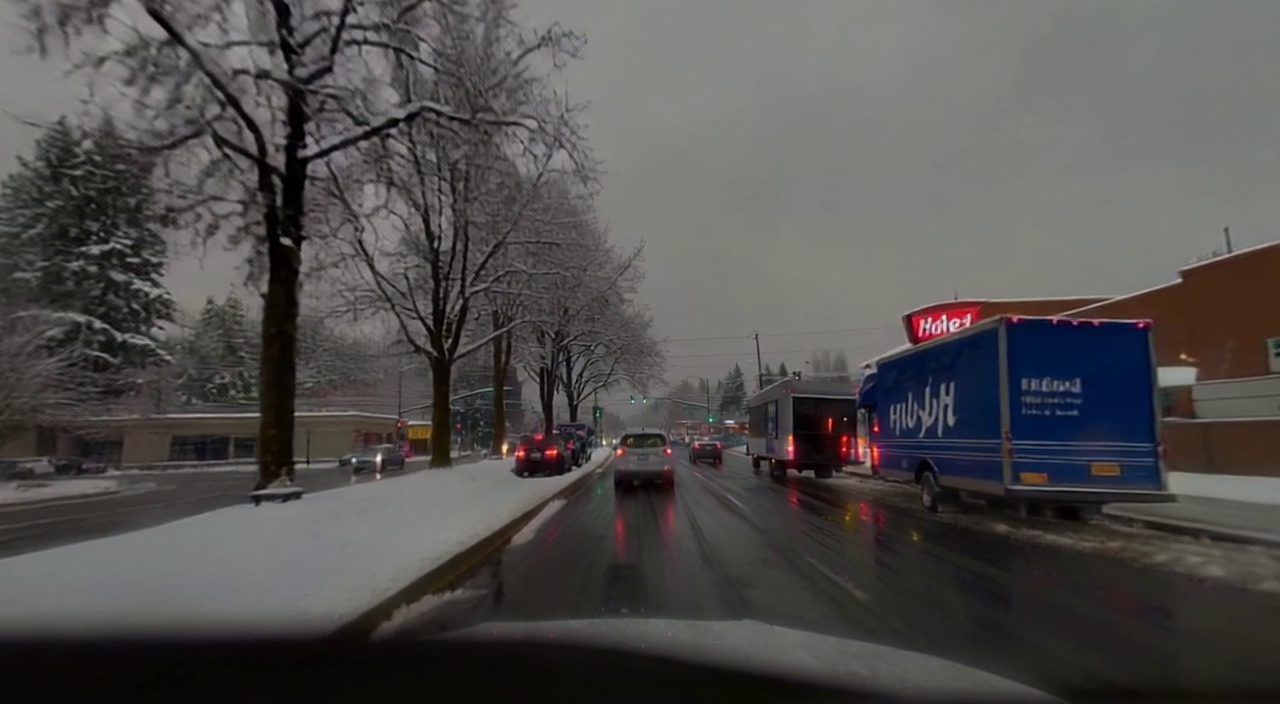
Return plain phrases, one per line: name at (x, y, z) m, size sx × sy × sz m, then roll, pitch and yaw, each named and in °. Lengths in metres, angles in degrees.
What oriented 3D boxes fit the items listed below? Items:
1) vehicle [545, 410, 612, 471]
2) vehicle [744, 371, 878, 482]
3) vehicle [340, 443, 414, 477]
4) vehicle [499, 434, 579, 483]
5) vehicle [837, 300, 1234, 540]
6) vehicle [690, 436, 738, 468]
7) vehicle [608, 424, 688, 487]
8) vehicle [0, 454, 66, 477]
vehicle at (-3.024, 4.623, 32.962) m, size 2.715 × 2.791 × 7.171 m, roll -1°, pitch -8°, yaw 1°
vehicle at (6.937, 3.440, 27.658) m, size 2.816 × 3.804 × 10.315 m, roll -3°, pitch -9°, yaw 0°
vehicle at (-13.487, 5.515, 32.618) m, size 1.928 × 1.497 × 4.446 m, roll -1°, pitch -7°, yaw 0°
vehicle at (-3.388, 3.645, 21.940) m, size 2.008 × 1.500 × 4.369 m, roll -1°, pitch -8°, yaw 1°
vehicle at (6.754, 1.489, 12.827) m, size 2.891 × 3.361 × 7.843 m, roll -1°, pitch -8°, yaw 0°
vehicle at (3.798, 5.228, 33.118) m, size 2.075 × 1.540 × 4.411 m, roll -1°, pitch -8°, yaw 1°
vehicle at (0.261, 3.160, 19.497) m, size 2.209 × 1.718 × 4.008 m, roll -1°, pitch -8°, yaw 1°
vehicle at (-41.425, 7.663, 42.847) m, size 1.795 × 1.416 × 4.294 m, roll 2°, pitch -9°, yaw -17°
